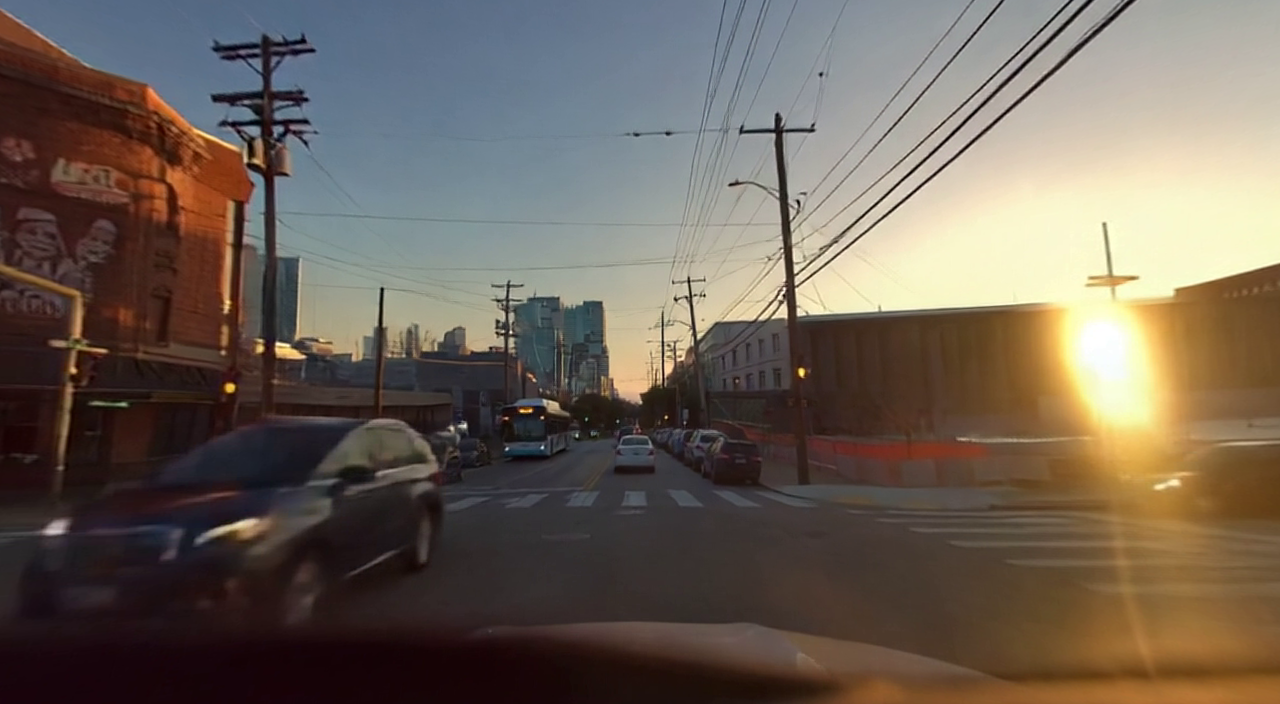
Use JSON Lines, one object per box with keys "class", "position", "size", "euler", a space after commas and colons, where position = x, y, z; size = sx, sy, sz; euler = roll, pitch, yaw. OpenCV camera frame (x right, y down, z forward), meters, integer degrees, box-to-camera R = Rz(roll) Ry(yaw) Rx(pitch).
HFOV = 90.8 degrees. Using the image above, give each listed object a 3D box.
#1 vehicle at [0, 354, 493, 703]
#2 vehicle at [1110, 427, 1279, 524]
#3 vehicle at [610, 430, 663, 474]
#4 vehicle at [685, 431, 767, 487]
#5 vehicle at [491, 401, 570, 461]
{"class": "vehicle", "position": [-3.412, 1.389, 6.366], "size": [2.474, 1.926, 5.823], "euler": [0, -8, 0]}
{"class": "vehicle", "position": [11.992, 2.265, 11.895], "size": [4.576, 1.650, 1.980], "euler": [-1, -8, 3]}
{"class": "vehicle", "position": [-0.204, 4.374, 27.895], "size": [2.190, 1.783, 4.048], "euler": [0, -8, -2]}
{"class": "vehicle", "position": [2.893, 3.753, 22.220], "size": [2.171, 1.751, 4.373], "euler": [0, -10, -1]}
{"class": "vehicle", "position": [-6.757, 5.307, 41.405], "size": [3.297, 3.342, 12.875], "euler": [0, -8, -2]}
